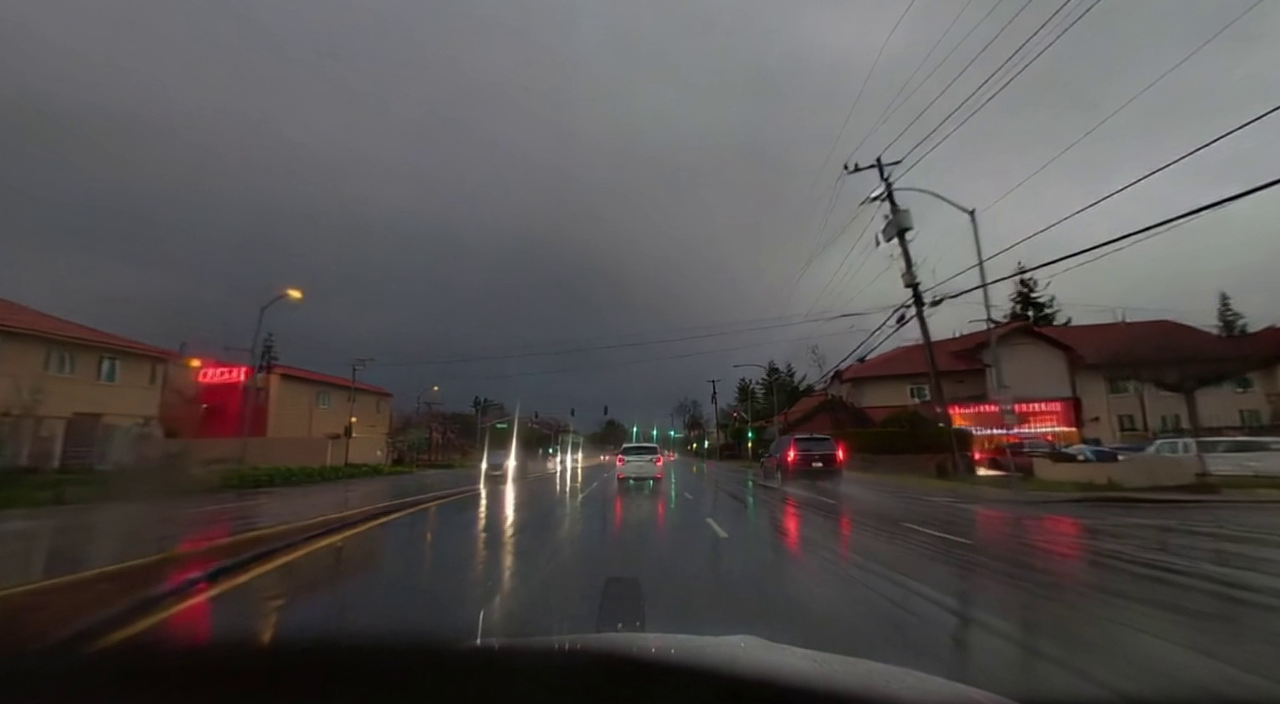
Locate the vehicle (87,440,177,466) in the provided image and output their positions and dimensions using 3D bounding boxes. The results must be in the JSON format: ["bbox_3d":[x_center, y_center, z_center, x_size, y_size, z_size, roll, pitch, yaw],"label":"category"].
[{"bbox_3d":[-38.852,7.744,48.427,2.135,1.897,5.780,0,-8,0],"label":"vehicle"}]

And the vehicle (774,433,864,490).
[{"bbox_3d":[6.540,4.061,23.596,2.061,1.889,4.268,0,-9,0],"label":"vehicle"}]

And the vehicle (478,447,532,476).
[{"bbox_3d":[-7.518,6.140,35.555,2.056,1.522,4.292,0,-9,1],"label":"vehicle"}]

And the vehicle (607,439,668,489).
[{"bbox_3d":[-0.091,4.261,24.243,2.138,1.702,4.168,0,-9,0],"label":"vehicle"}]

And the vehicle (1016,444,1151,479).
[{"bbox_3d":[18.712,4.626,26.709,4.165,1.386,1.999,0,-9,0],"label":"vehicle"}]

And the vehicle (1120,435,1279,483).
[{"bbox_3d":[19.114,3.571,21.091,4.415,1.519,1.907,0,-9,2],"label":"vehicle"}]
